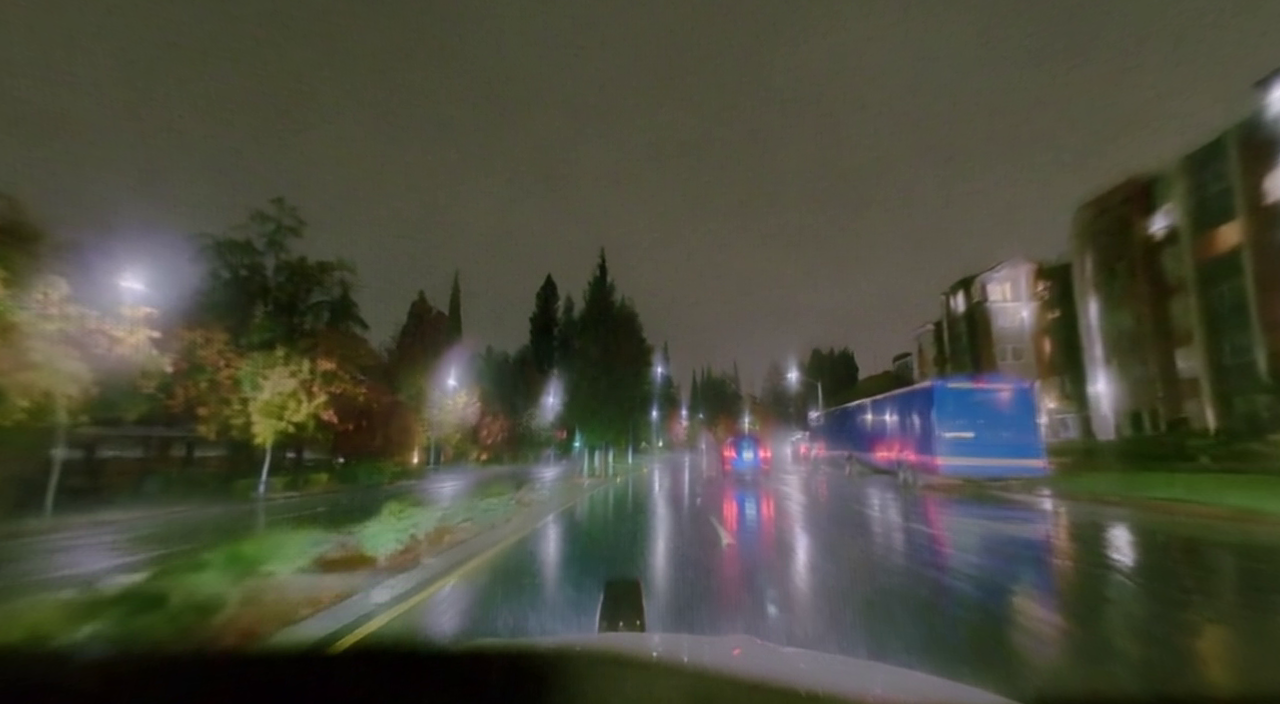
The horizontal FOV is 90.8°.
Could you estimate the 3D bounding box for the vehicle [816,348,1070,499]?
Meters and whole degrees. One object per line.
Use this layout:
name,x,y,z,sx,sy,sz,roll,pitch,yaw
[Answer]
vehicle,10.882,3.340,26.683,2.887,4.158,18.418,-1,-9,4

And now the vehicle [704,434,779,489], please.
vehicle,3.655,4.041,23.629,2.215,1.812,4.569,0,-9,2
